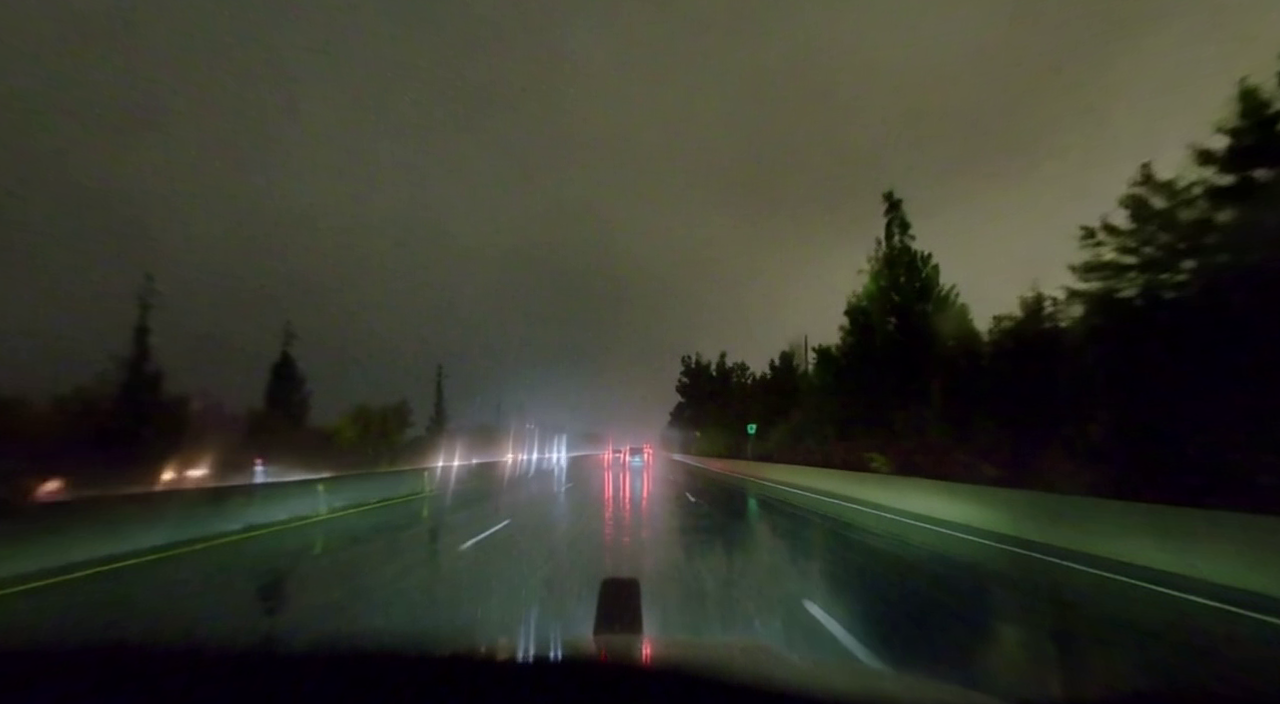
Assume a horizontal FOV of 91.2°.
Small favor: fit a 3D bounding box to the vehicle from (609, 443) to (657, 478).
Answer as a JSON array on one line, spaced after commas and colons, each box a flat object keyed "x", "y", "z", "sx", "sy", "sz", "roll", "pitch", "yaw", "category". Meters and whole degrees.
[{"x": -0.333, "y": 5.138, "z": 29.891, "sx": 2.095, "sy": 1.537, "sz": 4.017, "roll": 0, "pitch": -9, "yaw": -1, "category": "vehicle"}]

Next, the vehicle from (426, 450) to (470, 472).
[{"x": -13.897, "y": 7.881, "z": 45.640, "sx": 1.896, "sy": 1.509, "sz": 4.060, "roll": 0, "pitch": -9, "yaw": 0, "category": "vehicle"}]

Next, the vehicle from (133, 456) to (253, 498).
[{"x": -17.982, "y": 5.009, "z": 25.506, "sx": 1.838, "sy": 1.507, "sz": 4.135, "roll": 0, "pitch": -9, "yaw": -1, "category": "vehicle"}]
